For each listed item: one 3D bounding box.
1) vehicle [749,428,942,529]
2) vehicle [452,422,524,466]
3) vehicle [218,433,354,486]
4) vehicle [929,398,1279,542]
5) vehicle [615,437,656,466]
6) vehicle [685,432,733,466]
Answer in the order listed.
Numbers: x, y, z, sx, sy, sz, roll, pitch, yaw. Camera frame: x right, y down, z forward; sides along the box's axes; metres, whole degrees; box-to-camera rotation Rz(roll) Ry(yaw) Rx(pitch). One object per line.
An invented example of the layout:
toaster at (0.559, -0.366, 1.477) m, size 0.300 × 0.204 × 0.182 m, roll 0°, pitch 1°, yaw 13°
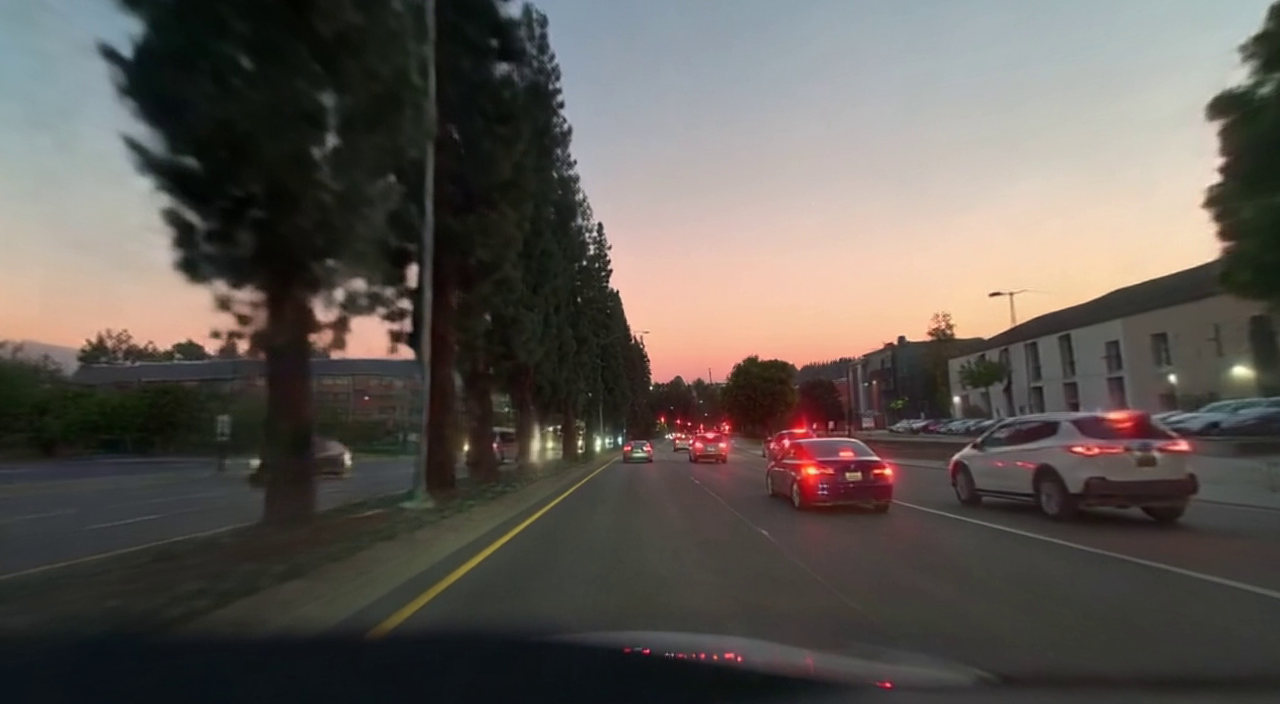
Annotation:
vehicle at (3.474, 2.239, 11.726) m, size 2.010 × 1.490 × 4.639 m, roll 0°, pitch -9°, yaw 0°
vehicle at (-8.102, 5.016, 34.163) m, size 2.396 × 2.216 × 5.698 m, roll 0°, pitch -9°, yaw 1°
vehicle at (-11.604, 3.546, 20.986) m, size 1.952 × 1.576 × 4.409 m, roll 0°, pitch -9°, yaw 0°
vehicle at (7.222, 1.892, 10.639) m, size 2.188 × 1.840 × 5.050 m, roll 0°, pitch -9°, yaw 0°
vehicle at (-0.234, 5.453, 34.480) m, size 2.111 × 1.506 × 4.018 m, roll 0°, pitch -9°, yaw 0°
vehicle at (3.767, 5.397, 34.950) m, size 2.130 × 1.718 × 4.310 m, roll 0°, pitch -9°, yaw -1°
